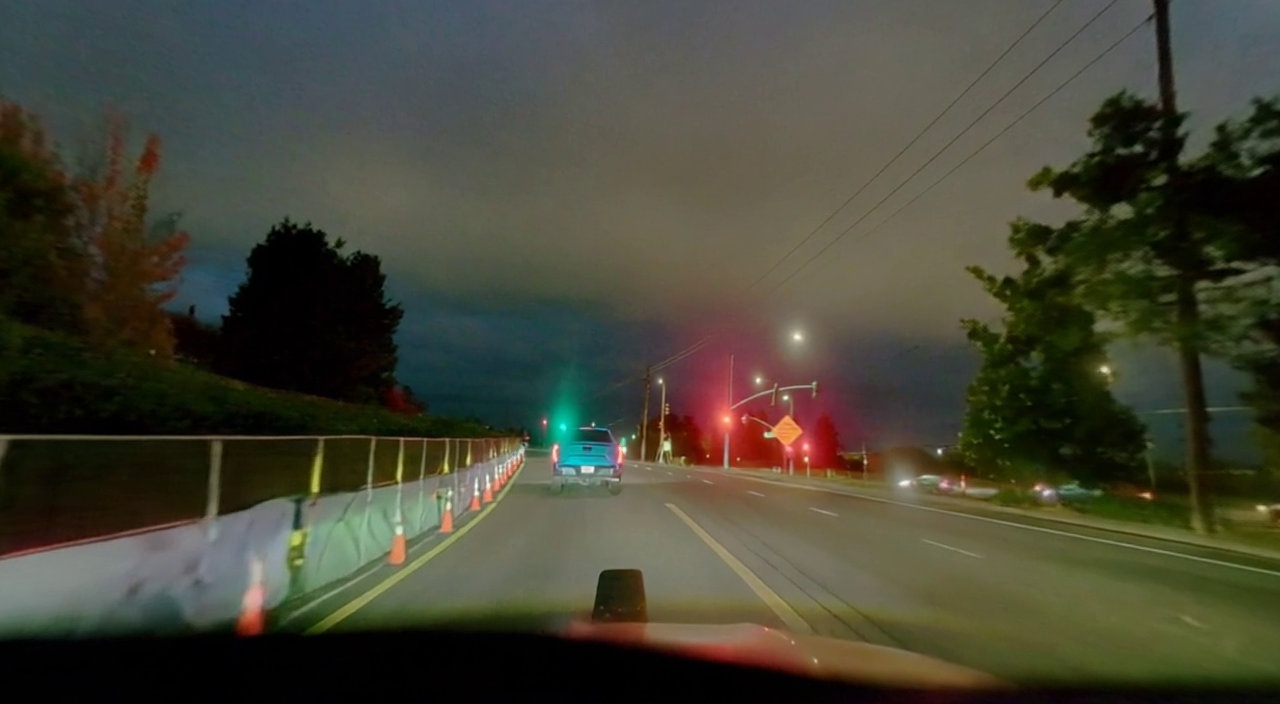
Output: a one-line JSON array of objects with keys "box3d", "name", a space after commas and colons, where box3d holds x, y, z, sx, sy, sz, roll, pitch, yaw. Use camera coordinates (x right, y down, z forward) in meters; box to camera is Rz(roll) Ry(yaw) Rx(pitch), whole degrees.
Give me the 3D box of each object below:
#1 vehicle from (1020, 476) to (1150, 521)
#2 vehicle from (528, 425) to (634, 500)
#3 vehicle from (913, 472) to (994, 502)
[{"box3d": [19.100, 6.290, 27.383, 1.884, 1.622, 4.485, 3, -10, -10], "name": "vehicle"}, {"box3d": [-1.565, 2.935, 17.243, 2.436, 1.698, 5.322, 0, -8, -4], "name": "vehicle"}, {"box3d": [17.851, 7.711, 36.129, 1.808, 1.467, 4.360, 3, -10, -11], "name": "vehicle"}]
